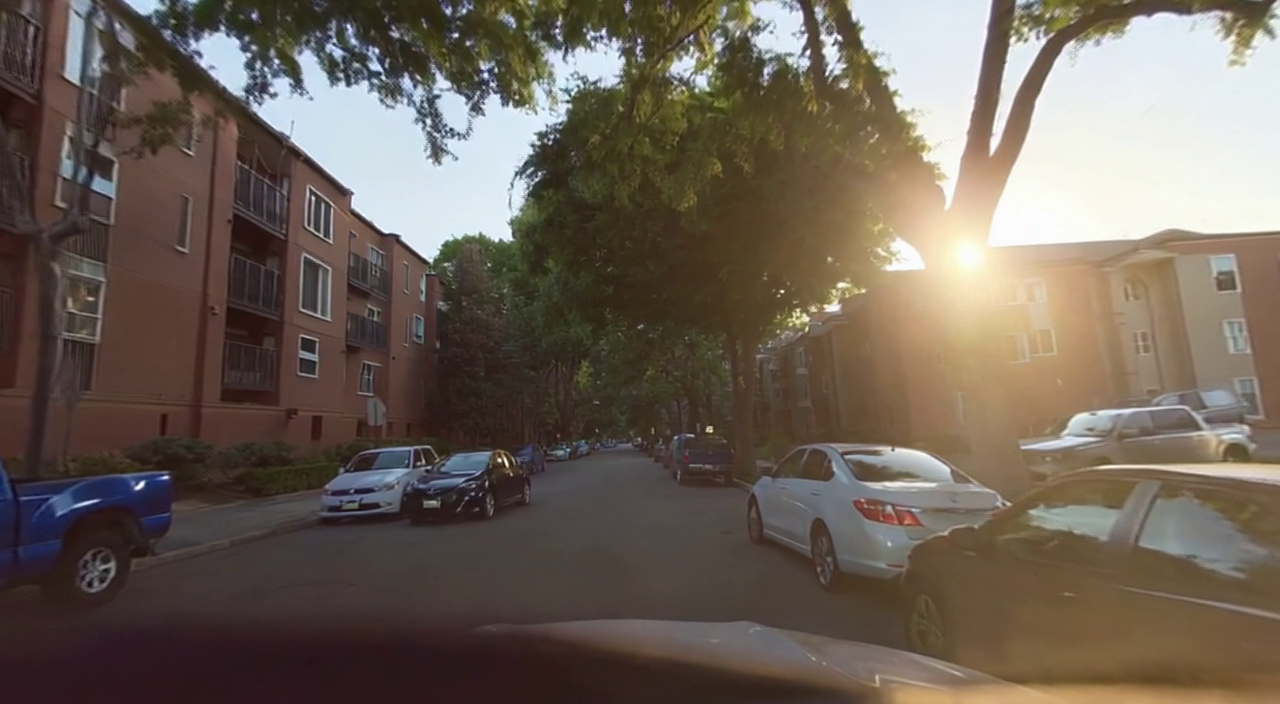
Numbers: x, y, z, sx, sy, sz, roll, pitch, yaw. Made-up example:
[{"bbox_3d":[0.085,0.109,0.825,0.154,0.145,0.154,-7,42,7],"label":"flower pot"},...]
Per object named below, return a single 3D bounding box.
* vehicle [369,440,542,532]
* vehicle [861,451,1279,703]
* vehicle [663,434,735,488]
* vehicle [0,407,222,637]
[{"bbox_3d":[-3.419,2.554,12.754,1.966,1.515,4.394,-1,-8,3],"label":"vehicle"},{"bbox_3d":[2.468,1.048,2.232,1.720,1.333,4.233,0,-8,-2],"label":"vehicle"},{"bbox_3d":[1.908,3.699,21.724,1.878,1.664,4.033,0,-8,-3],"label":"vehicle"},{"bbox_3d":[-6.458,1.456,5.051,2.308,1.877,6.060,-4,-8,-2],"label":"vehicle"}]
